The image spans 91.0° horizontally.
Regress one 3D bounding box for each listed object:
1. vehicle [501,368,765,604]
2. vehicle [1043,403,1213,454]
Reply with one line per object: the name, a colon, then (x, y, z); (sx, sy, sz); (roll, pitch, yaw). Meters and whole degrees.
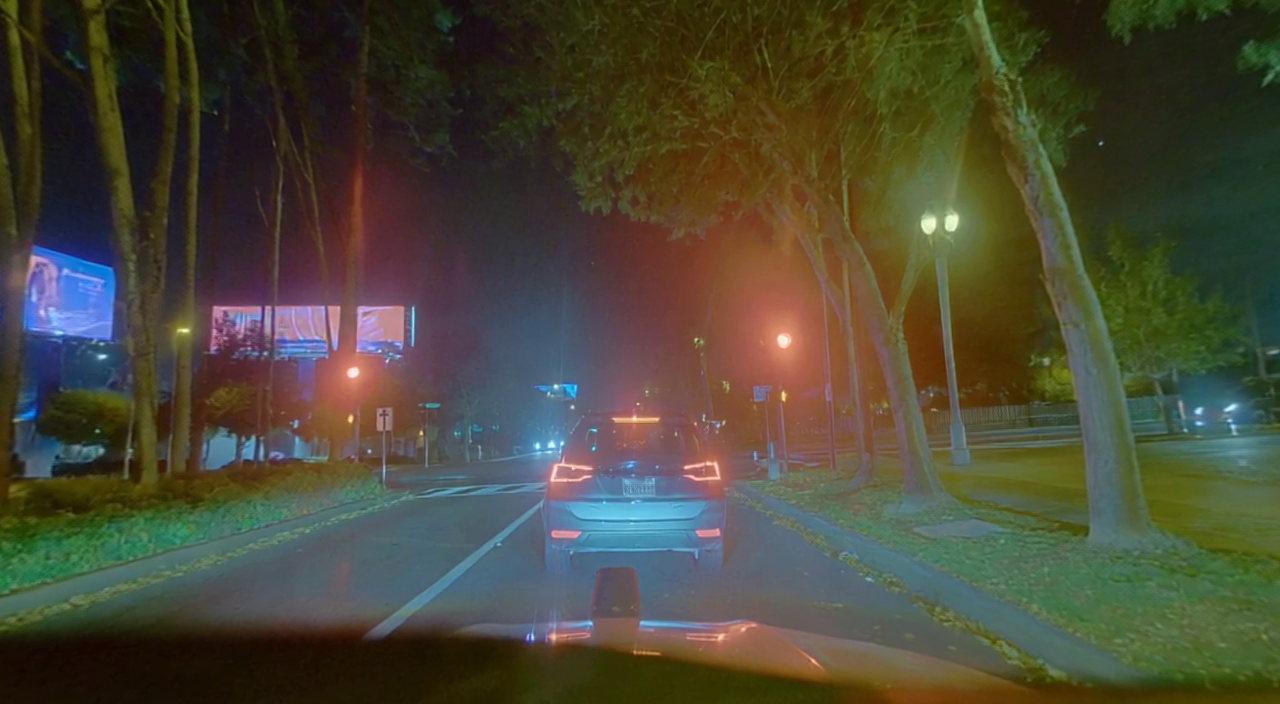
vehicle: (-0.057, 1.363, 7.137); (2.142, 1.904, 3.816); (-1, -8, 0)
vehicle: (15.282, 2.449, 19.937); (3.750, 1.502, 1.781); (-2, -8, 13)
